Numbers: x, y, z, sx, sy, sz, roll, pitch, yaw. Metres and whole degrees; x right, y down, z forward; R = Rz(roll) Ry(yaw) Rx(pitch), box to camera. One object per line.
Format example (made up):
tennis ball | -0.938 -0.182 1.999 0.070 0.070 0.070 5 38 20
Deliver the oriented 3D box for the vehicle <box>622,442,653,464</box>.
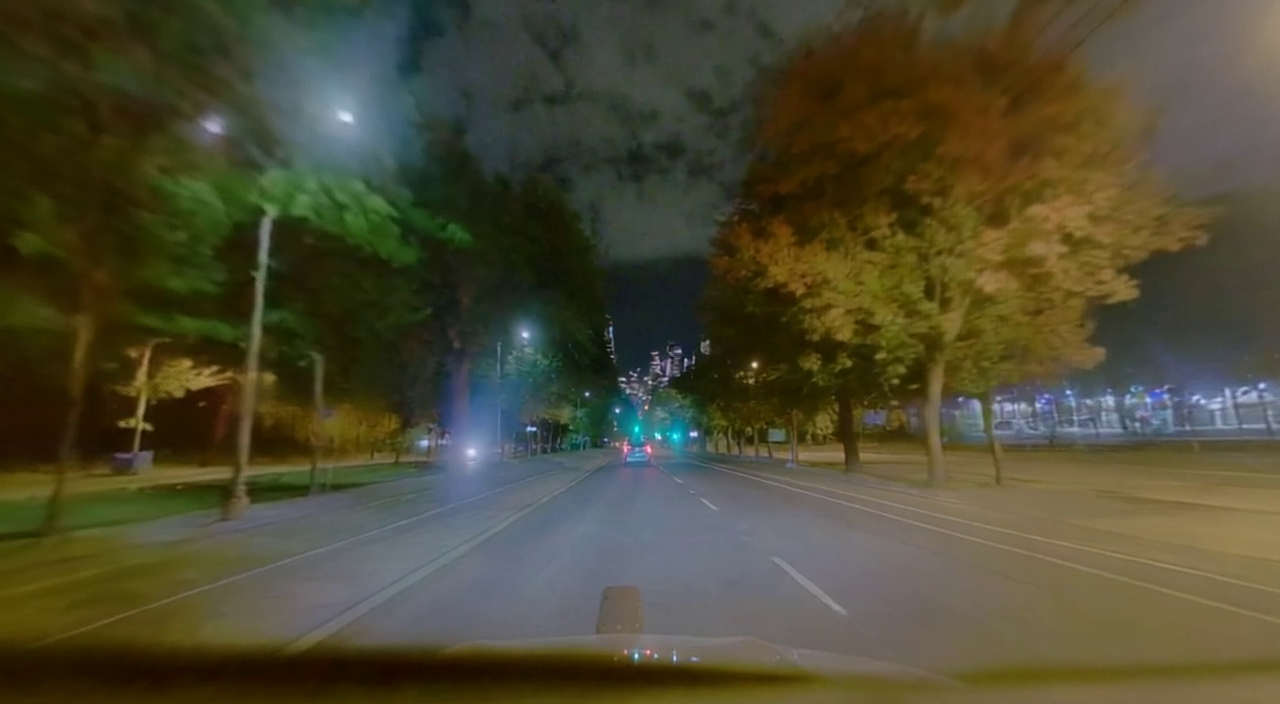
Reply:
vehicle | -0.200 7.141 44.743 2.109 1.501 4.042 0 -9 -1
